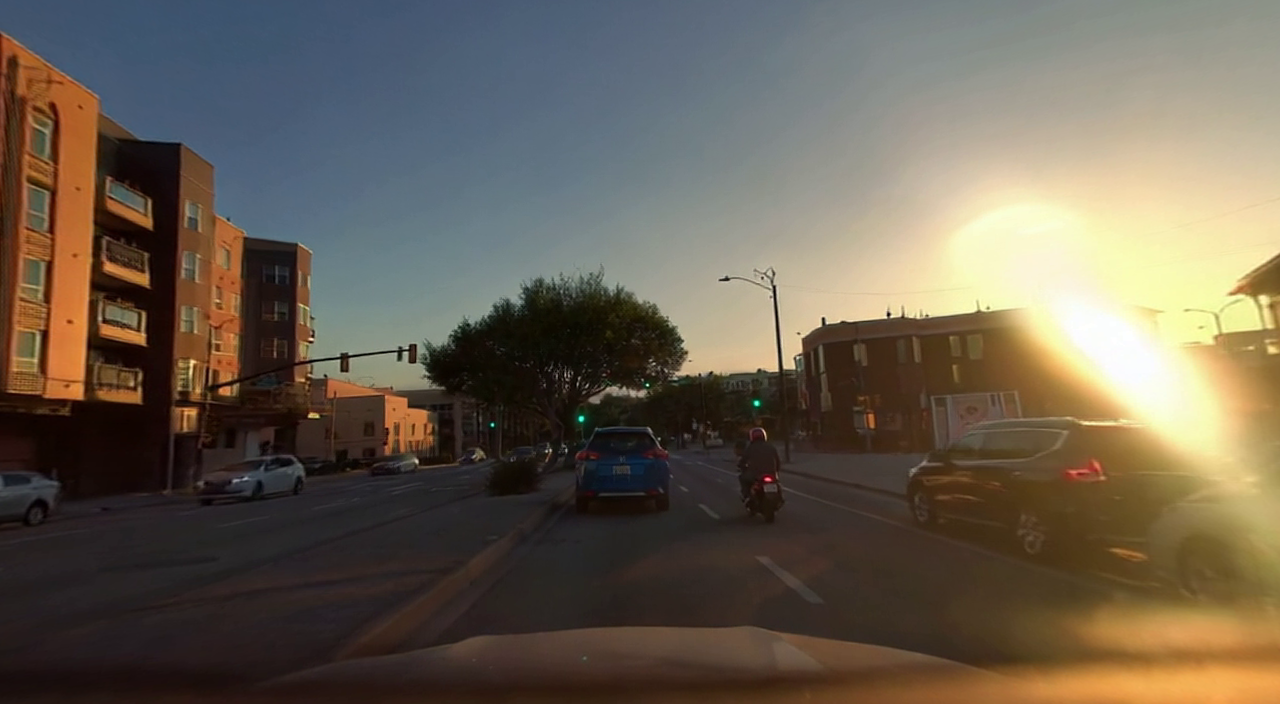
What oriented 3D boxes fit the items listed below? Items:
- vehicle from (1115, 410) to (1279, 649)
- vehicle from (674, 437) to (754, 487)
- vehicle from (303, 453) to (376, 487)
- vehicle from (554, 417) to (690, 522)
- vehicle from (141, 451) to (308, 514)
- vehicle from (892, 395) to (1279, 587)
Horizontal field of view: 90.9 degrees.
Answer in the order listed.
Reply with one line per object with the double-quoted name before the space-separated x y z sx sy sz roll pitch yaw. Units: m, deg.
"vehicle" 5.153 1.003 3.121 2.012 1.532 4.565 0 -9 0
"vehicle" 2.365 3.669 21.321 2.101 1.507 4.355 0 -9 -1
"vehicle" -18.664 7.314 39.459 2.134 1.915 5.317 0 -9 -3
"vehicle" -0.314 2.283 12.719 2.265 1.748 4.130 0 -9 0
"vehicle" -13.866 4.323 21.610 2.142 1.826 5.471 0 -9 -2
"vehicle" 5.214 1.603 8.065 2.030 1.709 4.687 0 -9 0
